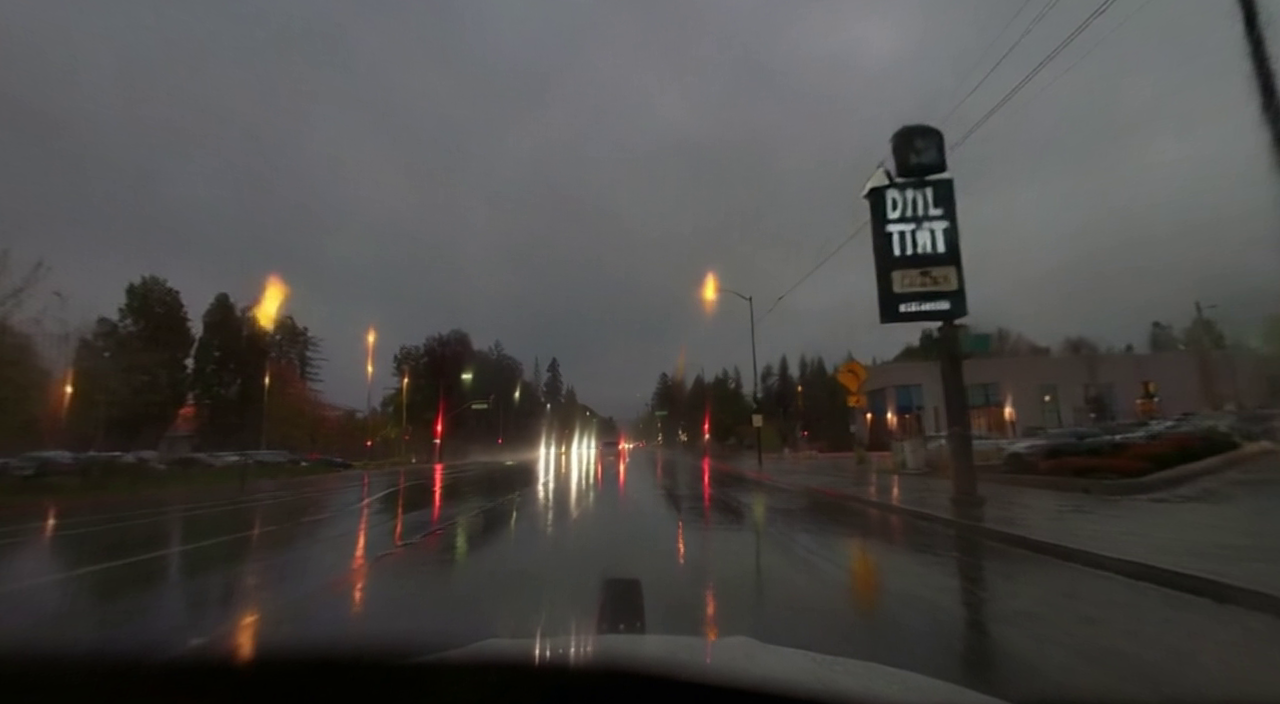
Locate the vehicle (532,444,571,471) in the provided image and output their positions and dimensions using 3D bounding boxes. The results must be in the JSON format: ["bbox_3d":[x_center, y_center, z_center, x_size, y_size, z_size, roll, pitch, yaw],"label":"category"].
[{"bbox_3d":[-5.451,6.526,39.332,1.889,1.572,3.599,0,-8,1],"label":"vehicle"}]
